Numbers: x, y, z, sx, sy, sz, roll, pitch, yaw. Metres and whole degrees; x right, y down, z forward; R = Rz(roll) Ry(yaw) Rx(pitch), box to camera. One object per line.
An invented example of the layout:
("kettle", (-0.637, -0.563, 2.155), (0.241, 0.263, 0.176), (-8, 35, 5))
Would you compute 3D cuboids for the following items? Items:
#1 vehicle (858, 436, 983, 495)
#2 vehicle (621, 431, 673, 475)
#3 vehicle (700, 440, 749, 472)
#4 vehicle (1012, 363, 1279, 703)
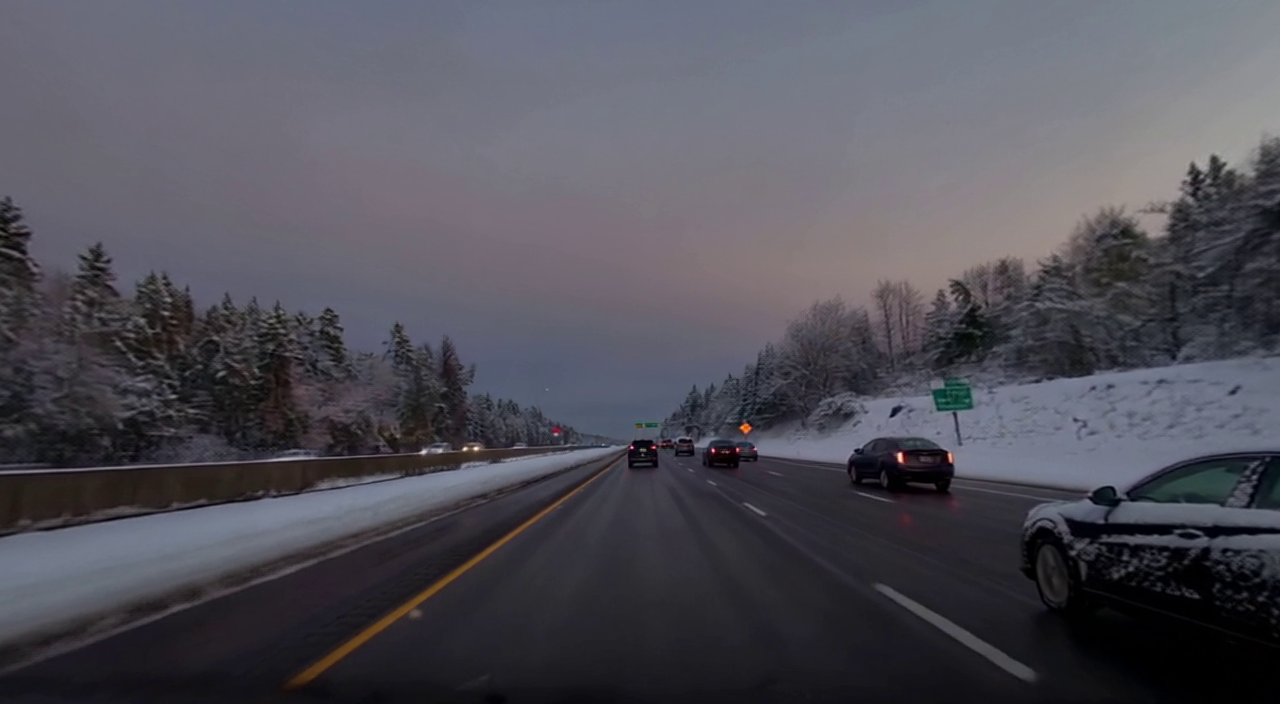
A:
("vehicle", (8.149, 3.307, 18.810), (1.810, 1.516, 4.183), (0, -8, 0))
("vehicle", (0.279, 4.535, 28.524), (2.189, 1.852, 4.038), (0, -8, 0))
("vehicle", (4.211, 5.234, 31.983), (1.825, 1.487, 4.034), (0, -8, -1))
("vehicle", (3.780, 0.841, 2.474), (2.003, 1.661, 4.418), (-1, -8, 2))
